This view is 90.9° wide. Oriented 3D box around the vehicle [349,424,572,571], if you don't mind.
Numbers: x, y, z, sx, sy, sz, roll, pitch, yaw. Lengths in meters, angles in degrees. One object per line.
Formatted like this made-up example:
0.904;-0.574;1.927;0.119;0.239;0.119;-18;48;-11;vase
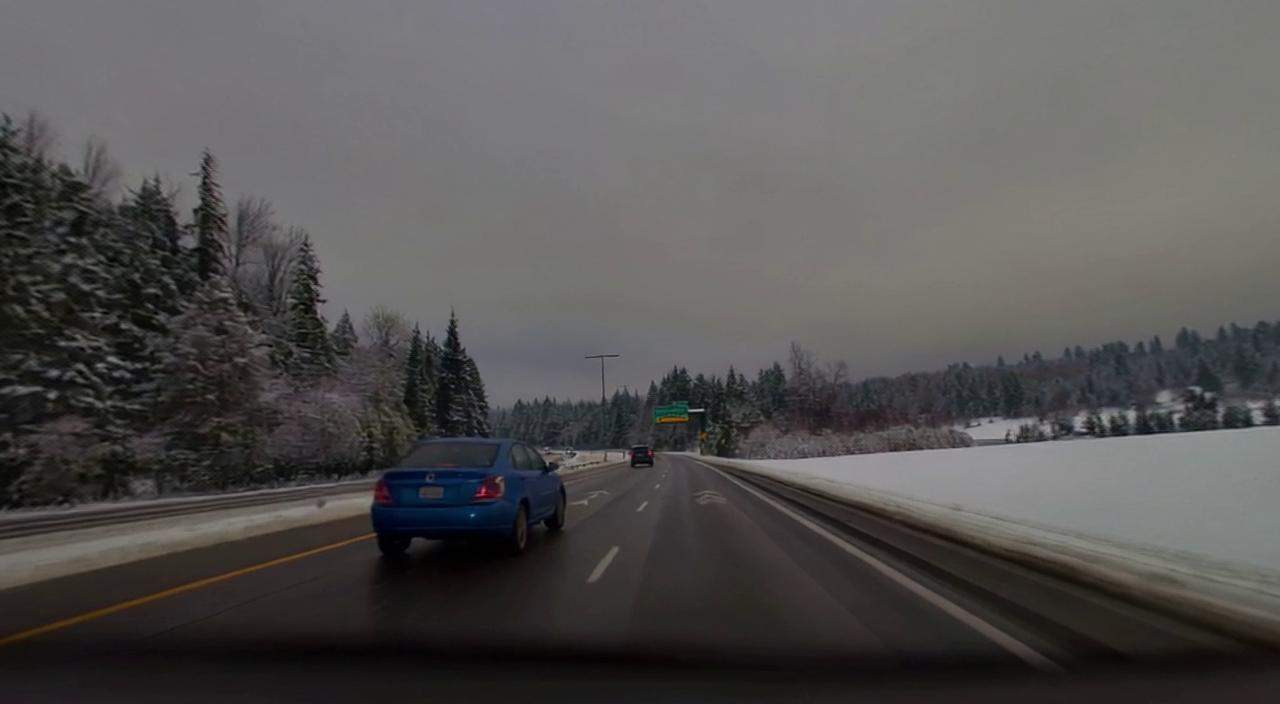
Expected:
-2.150;1.856;8.672;1.846;1.566;3.525;-1;-9;3;vehicle

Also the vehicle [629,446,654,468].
0.128;7.635;45.929;1.675;1.537;3.574;-1;-9;3;vehicle
